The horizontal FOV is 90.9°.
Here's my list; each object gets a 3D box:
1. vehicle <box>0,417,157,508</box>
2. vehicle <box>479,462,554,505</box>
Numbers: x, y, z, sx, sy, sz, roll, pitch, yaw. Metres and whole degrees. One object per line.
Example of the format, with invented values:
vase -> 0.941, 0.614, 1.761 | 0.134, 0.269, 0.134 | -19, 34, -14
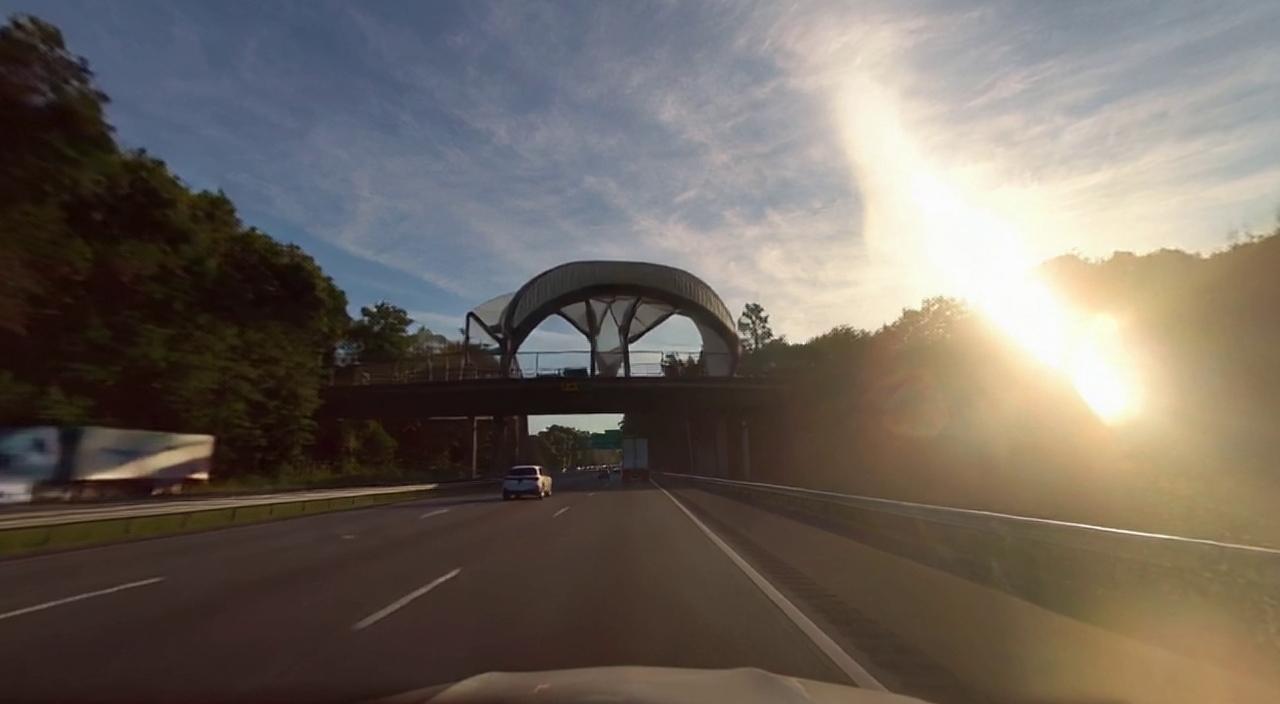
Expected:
vehicle -> -25.502, 4.808, 27.446 | 2.646, 3.392, 7.729 | 1, -10, 0
vehicle -> -4.662, 5.066, 24.545 | 1.950, 1.460, 4.812 | 1, -10, 0
